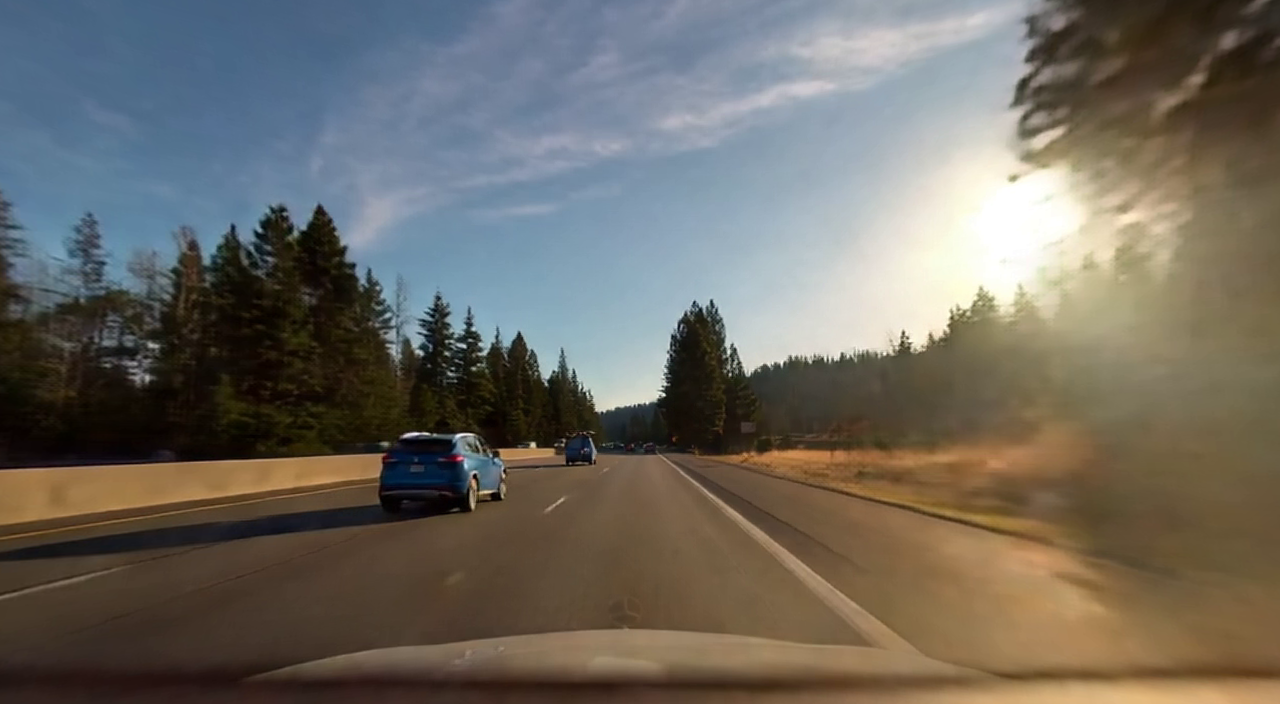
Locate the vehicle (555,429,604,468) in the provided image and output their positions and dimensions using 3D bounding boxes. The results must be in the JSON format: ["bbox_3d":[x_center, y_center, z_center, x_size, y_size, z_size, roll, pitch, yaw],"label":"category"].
[{"bbox_3d":[-3.431,5.620,36.601,2.241,2.095,4.985,0,-8,1],"label":"vehicle"}]

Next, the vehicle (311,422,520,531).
[{"bbox_3d":[-3.770,2.180,11.656,2.053,1.589,4.671,0,-8,1],"label":"vehicle"}]
